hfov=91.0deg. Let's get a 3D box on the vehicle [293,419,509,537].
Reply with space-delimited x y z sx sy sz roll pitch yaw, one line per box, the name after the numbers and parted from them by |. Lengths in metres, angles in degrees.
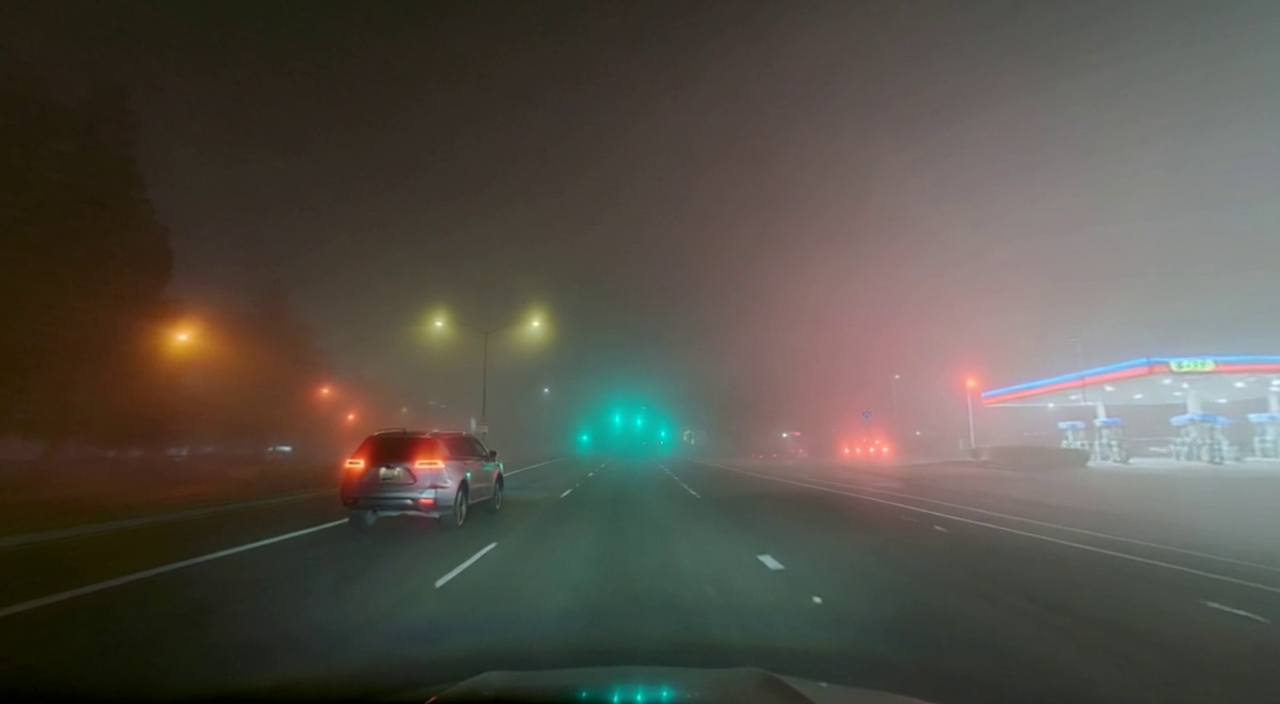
-3.890 2.139 11.342 2.039 1.656 4.710 0 -8 0 | vehicle
